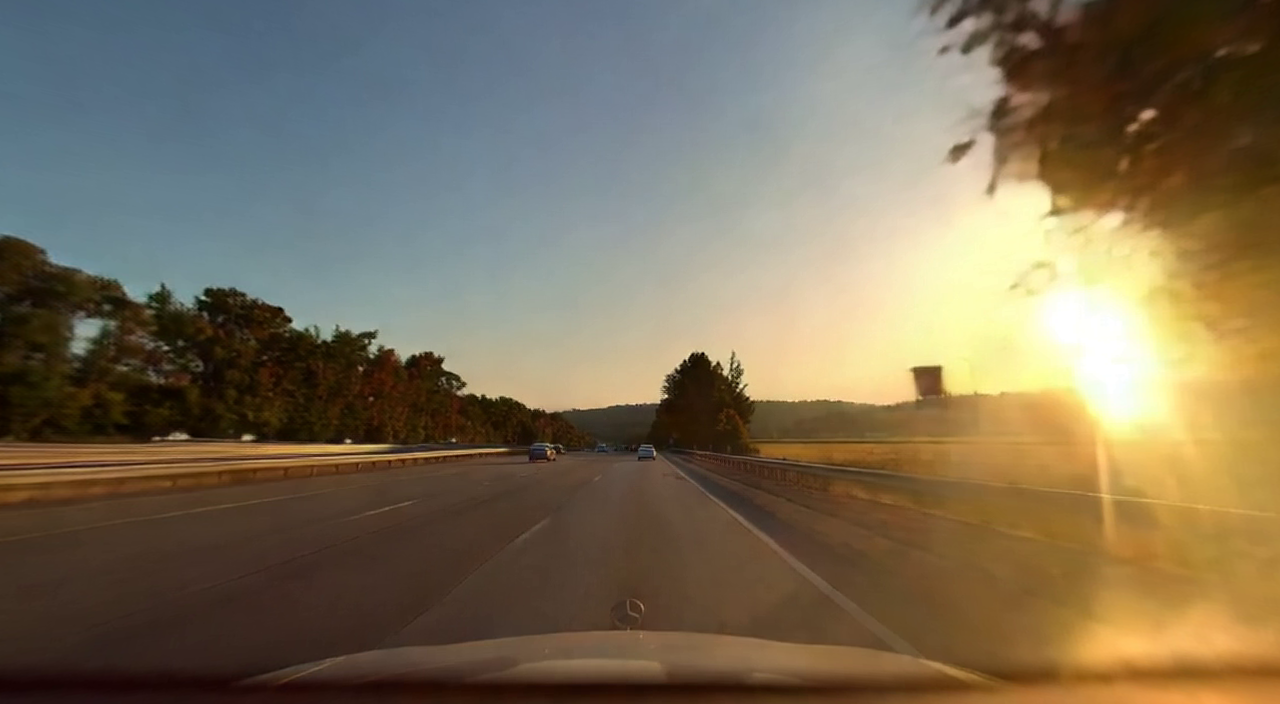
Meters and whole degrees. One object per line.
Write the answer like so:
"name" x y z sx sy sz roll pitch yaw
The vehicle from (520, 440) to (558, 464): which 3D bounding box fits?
"vehicle" -7.154 7.116 44.888 1.972 1.603 3.891 0 -8 1
